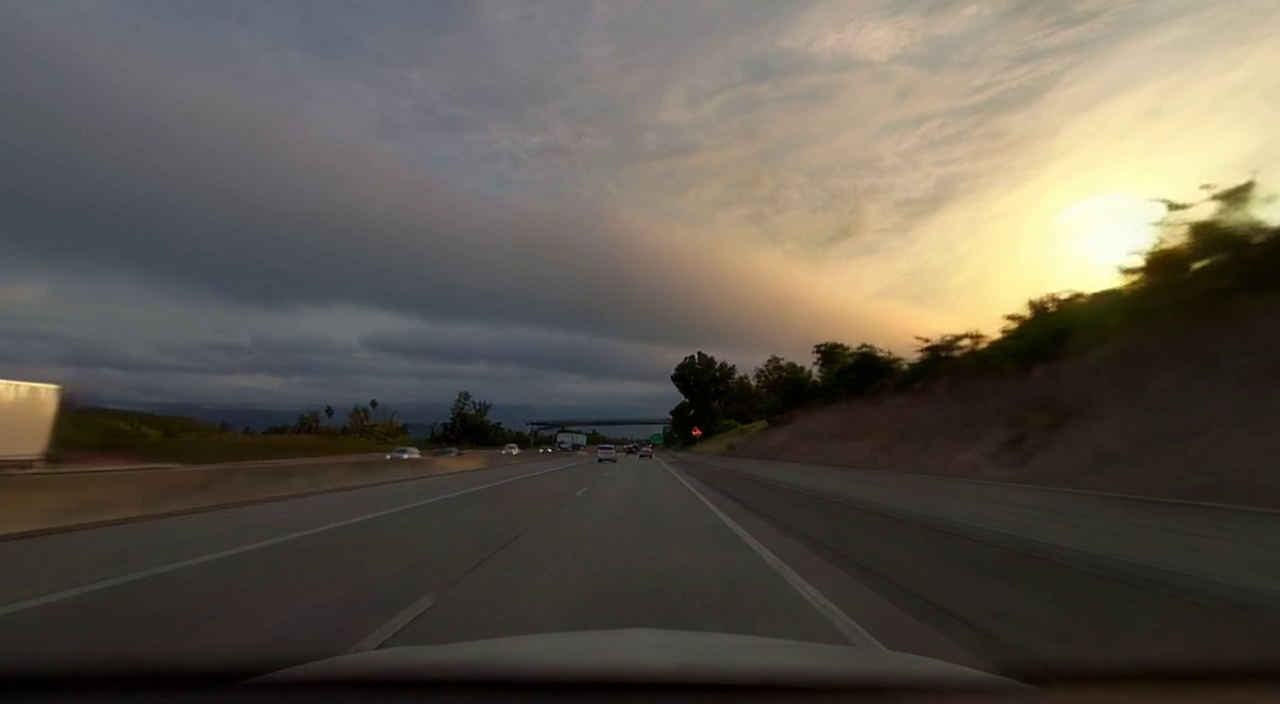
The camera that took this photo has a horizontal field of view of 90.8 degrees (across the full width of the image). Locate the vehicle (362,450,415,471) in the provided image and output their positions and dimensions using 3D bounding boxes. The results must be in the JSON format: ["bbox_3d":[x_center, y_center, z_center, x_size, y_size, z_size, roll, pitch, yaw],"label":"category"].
[{"bbox_3d":[-18.719,8.090,47.121,2.062,1.470,4.466,0,-9,1],"label":"vehicle"}]

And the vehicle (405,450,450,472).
[{"bbox_3d":[-14.835,7.617,44.288,1.789,1.439,3.665,0,-9,1],"label":"vehicle"}]
